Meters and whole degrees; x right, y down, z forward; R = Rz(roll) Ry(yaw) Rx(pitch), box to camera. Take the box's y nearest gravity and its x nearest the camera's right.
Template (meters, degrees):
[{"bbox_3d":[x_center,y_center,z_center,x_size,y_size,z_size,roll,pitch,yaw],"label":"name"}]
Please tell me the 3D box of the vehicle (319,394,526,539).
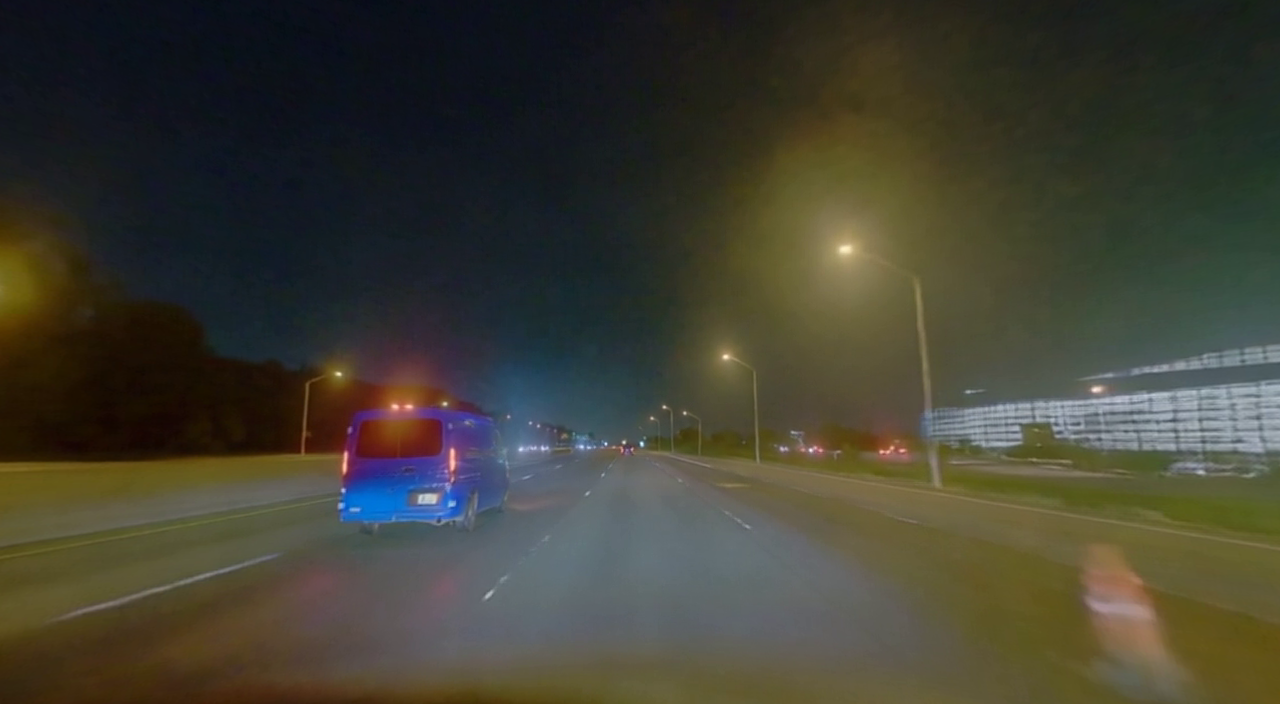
[{"bbox_3d":[-3.412,1.915,11.015,2.046,1.982,4.465,0,-9,-1],"label":"vehicle"}]
